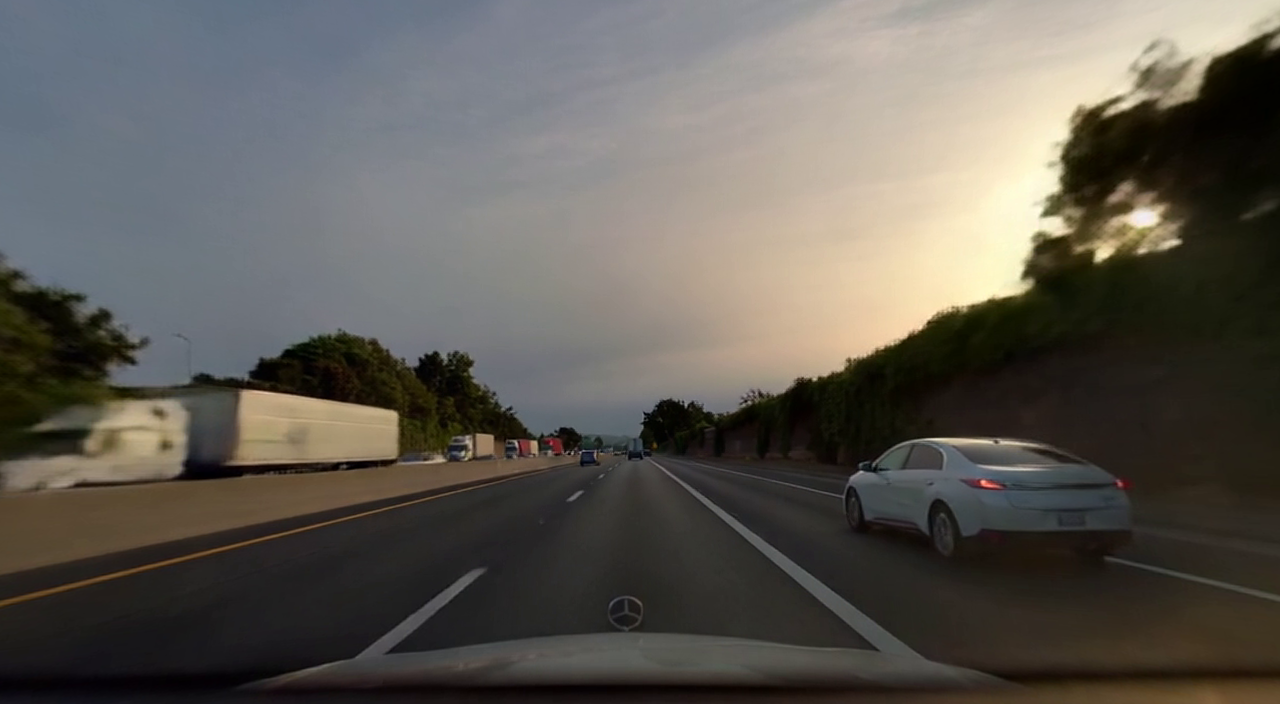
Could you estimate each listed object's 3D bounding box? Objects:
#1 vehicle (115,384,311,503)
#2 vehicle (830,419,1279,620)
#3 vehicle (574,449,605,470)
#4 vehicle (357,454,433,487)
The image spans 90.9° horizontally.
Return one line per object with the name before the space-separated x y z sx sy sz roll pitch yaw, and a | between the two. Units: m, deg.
vehicle | -15.922 3.519 24.243 2.995 3.939 6.212 0 -9 0
vehicle | 3.858 1.609 7.030 2.053 1.504 4.386 0 -9 -1
vehicle | -3.768 8.059 47.444 1.978 1.539 3.924 0 -9 0
vehicle | -11.181 5.405 29.076 1.820 1.389 4.266 0 -9 0
